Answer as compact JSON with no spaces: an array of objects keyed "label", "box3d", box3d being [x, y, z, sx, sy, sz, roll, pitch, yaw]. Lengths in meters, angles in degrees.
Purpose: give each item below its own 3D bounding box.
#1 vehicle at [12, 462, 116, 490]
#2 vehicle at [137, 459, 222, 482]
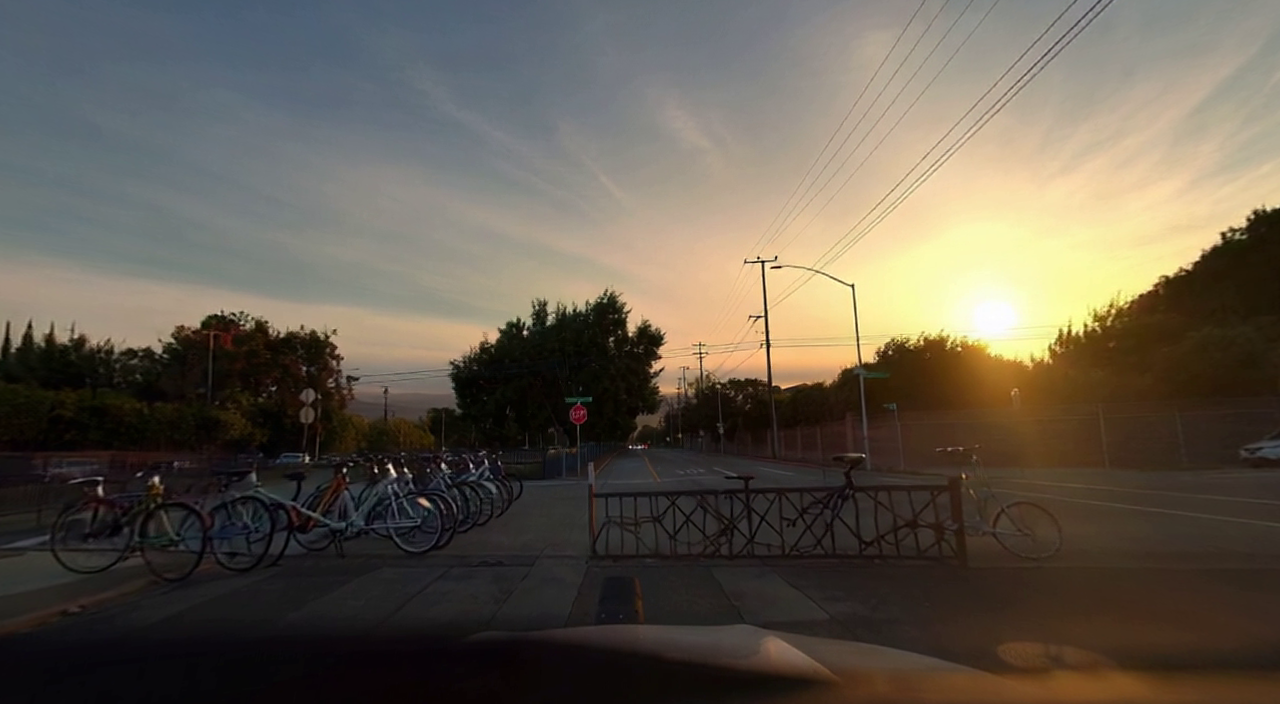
[{"label":"vehicle","box3d":[-34.103,7.343,37.468,4.210,1.528,1.932,0,-9,0]},{"label":"vehicle","box3d":[-33.654,8.641,46.271,4.569,1.558,1.903,1,-9,-5]}]
